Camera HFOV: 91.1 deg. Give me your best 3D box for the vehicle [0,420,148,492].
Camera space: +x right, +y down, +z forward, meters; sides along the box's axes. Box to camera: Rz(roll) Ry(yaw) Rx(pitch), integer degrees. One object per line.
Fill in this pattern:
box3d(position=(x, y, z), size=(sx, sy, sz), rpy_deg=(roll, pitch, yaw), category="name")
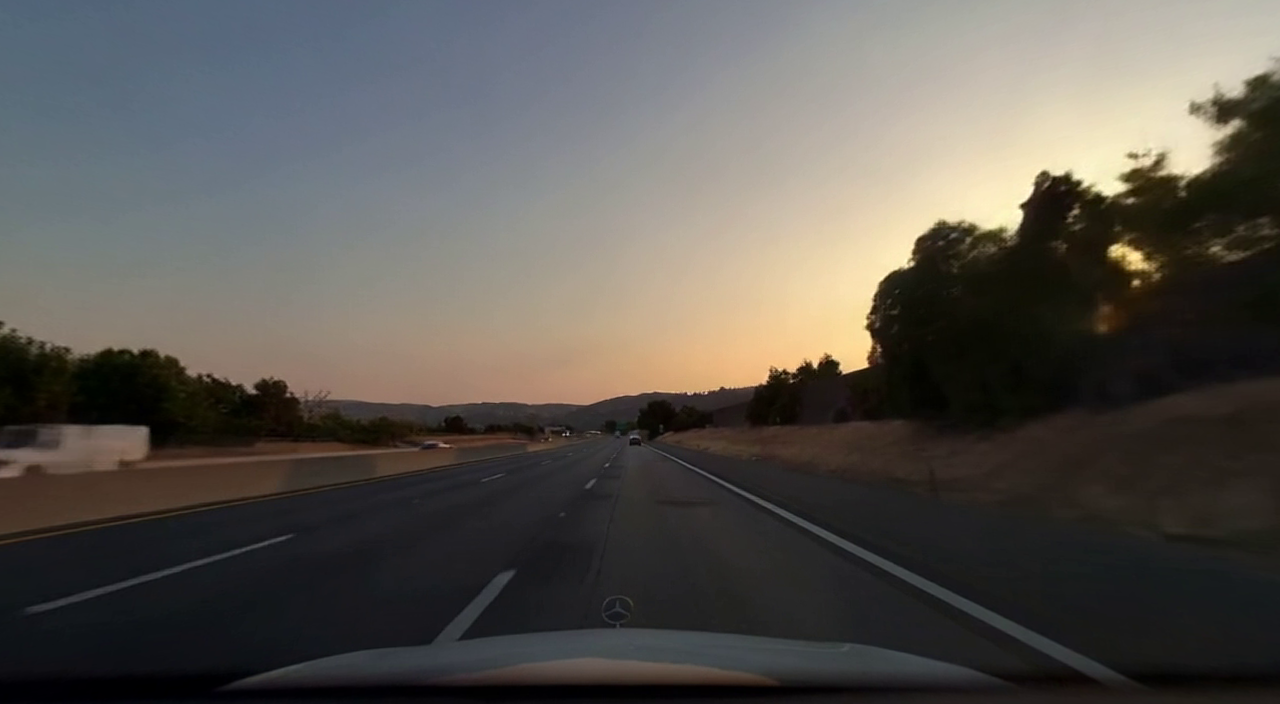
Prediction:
box3d(position=(-23.007, 3.957, 24.427), size=(2.309, 2.415, 6.756), rpy_deg=(0, -8, -1), category="vehicle")
